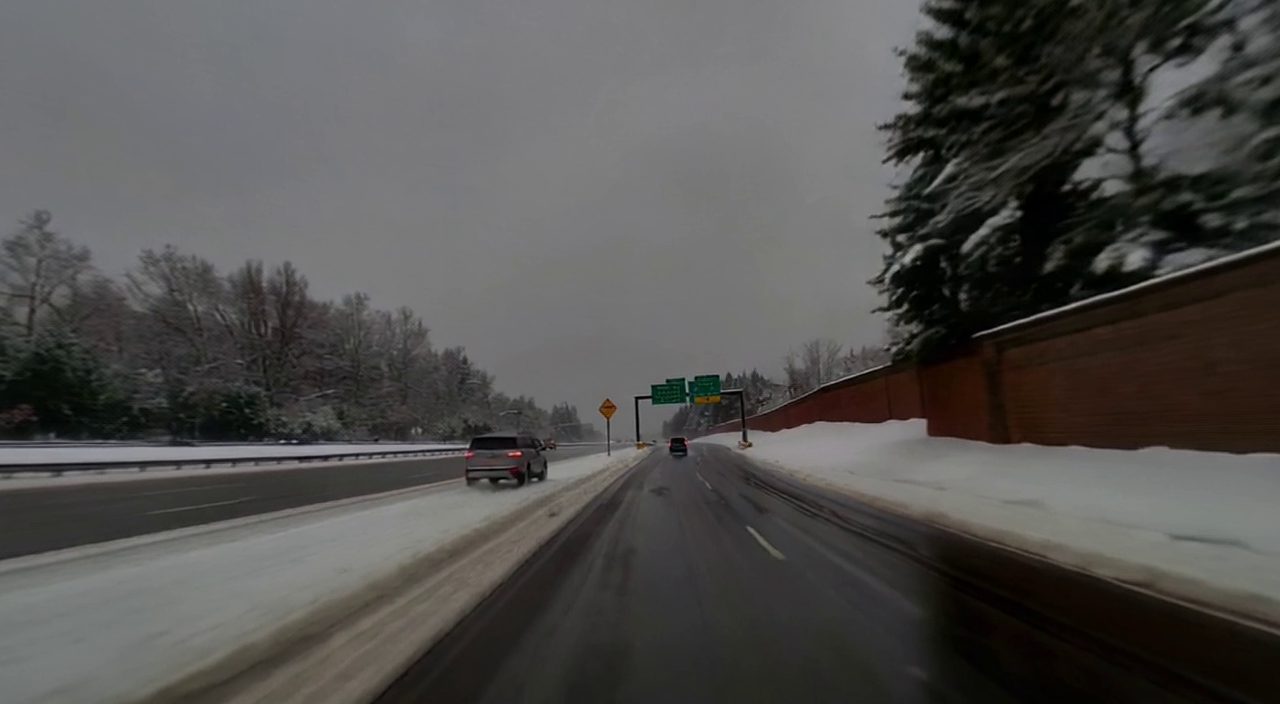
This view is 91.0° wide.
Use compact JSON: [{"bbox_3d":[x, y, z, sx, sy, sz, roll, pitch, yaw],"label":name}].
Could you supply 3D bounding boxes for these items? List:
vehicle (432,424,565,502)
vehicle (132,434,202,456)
[{"bbox_3d":[-3.400,2.794,16.257,2.151,1.707,4.759,0,-9,2],"label":"vehicle"},{"bbox_3d":[-35.997,7.118,48.064,1.806,1.532,4.195,2,-9,4],"label":"vehicle"}]
